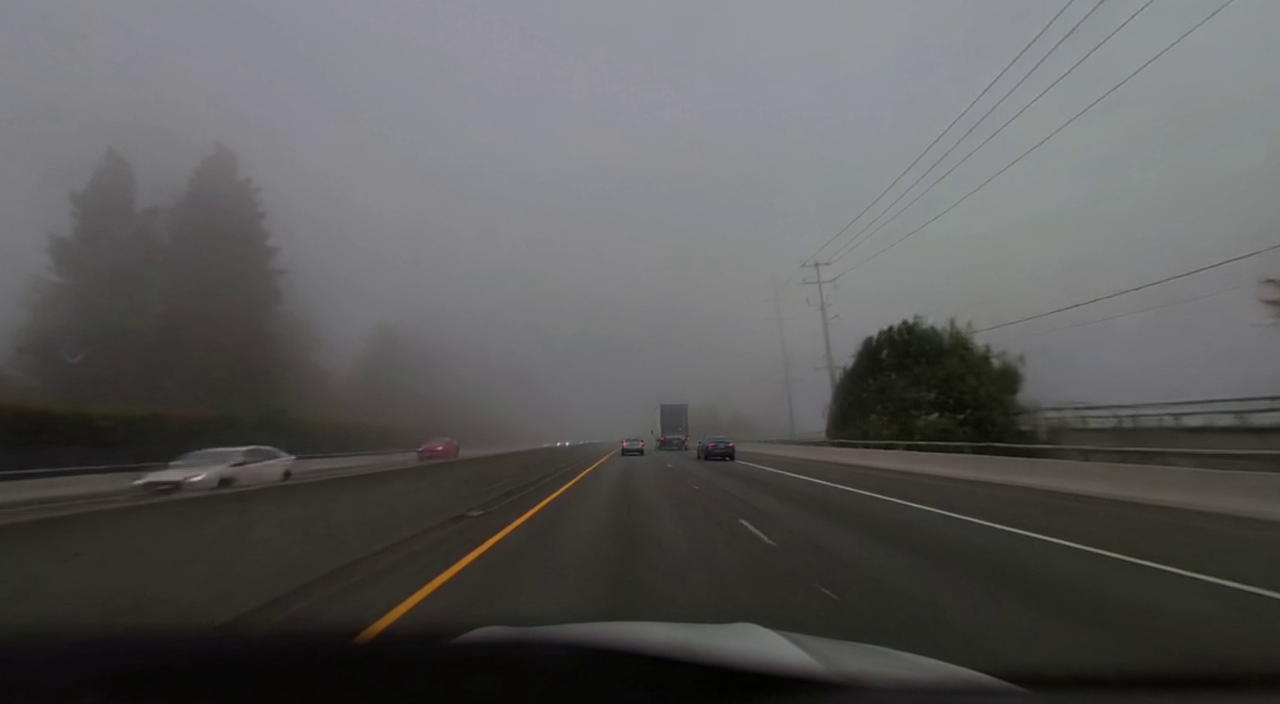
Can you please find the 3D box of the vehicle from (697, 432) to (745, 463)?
[{"bbox_3d":[4.258,5.049,33.607,1.930,1.573,3.853,0,-8,-2],"label":"vehicle"}]

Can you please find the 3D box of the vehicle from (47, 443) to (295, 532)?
[{"bbox_3d":[-9.560,2.736,13.420,2.106,1.511,4.134,0,-8,-1],"label":"vehicle"}]

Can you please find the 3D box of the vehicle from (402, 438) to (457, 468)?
[{"bbox_3d":[-13.421,6.451,40.471,2.119,1.787,4.146,0,-8,0],"label":"vehicle"}]

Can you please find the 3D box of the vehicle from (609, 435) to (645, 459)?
[{"bbox_3d":[-0.816,6.056,40.416,2.163,1.466,3.693,0,-8,-1],"label":"vehicle"}]
